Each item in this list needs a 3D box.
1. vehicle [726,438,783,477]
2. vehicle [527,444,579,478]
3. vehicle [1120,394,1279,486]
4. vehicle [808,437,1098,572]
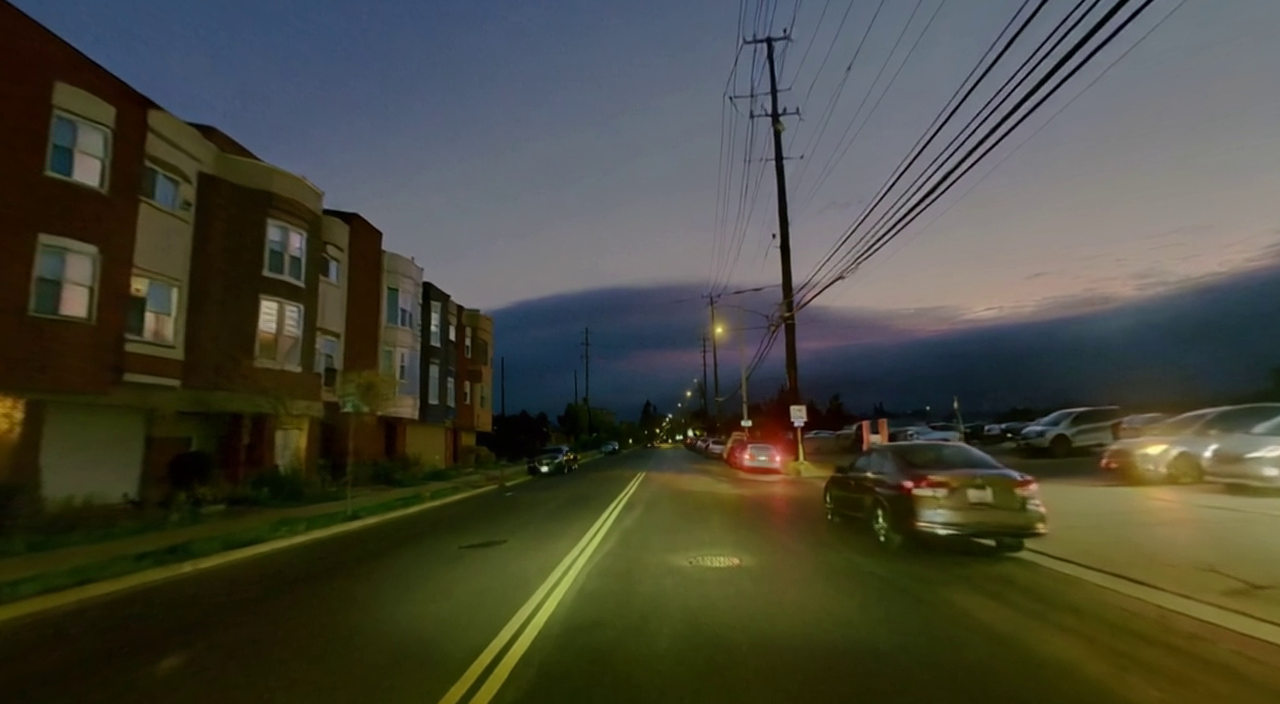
[{"bbox_3d":[5.018,4.689,28.198,1.914,1.591,3.892,0,-8,1],"label":"vehicle"},{"bbox_3d":[-4.444,5.638,32.928,1.913,1.672,4.267,-1,-8,3],"label":"vehicle"},{"bbox_3d":[11.241,1.663,11.895,1.801,1.491,3.488,-1,-8,6],"label":"vehicle"},{"bbox_3d":[4.026,1.999,9.247,1.928,1.440,4.738,0,-8,2],"label":"vehicle"}]
